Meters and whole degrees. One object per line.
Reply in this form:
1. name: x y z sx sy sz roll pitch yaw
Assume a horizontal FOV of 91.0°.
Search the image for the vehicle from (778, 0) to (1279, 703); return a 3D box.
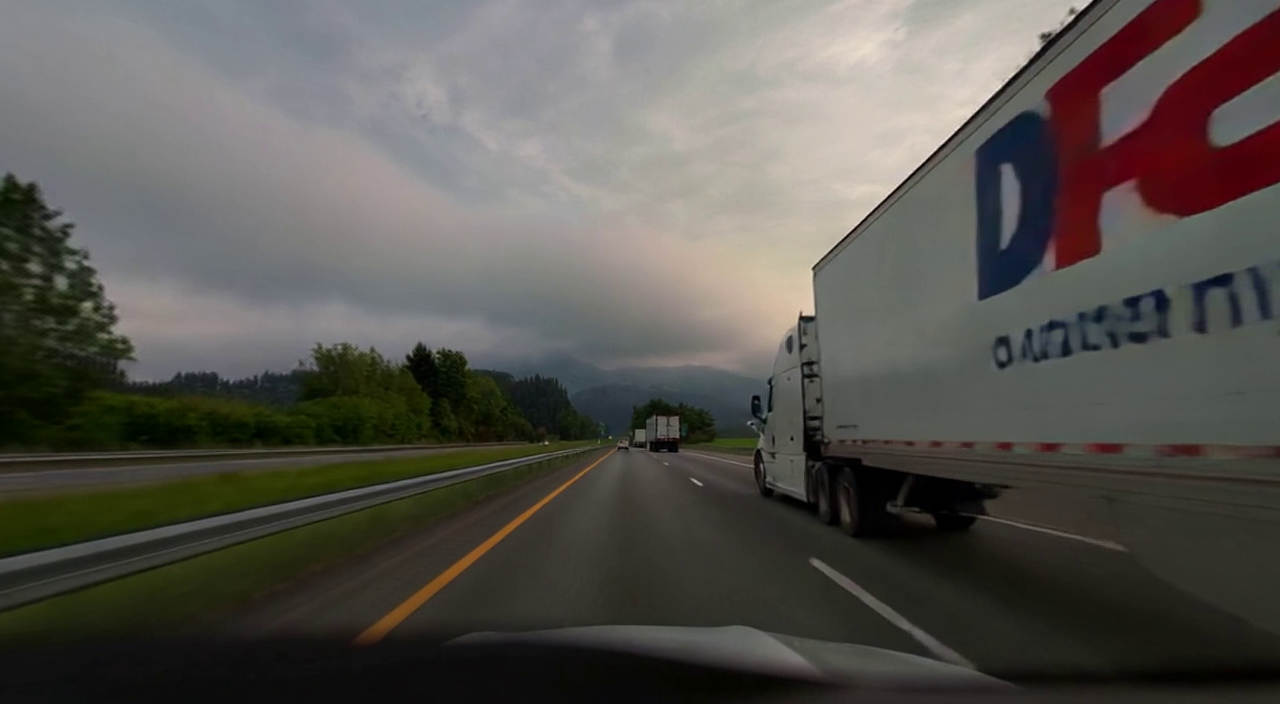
1. vehicle: 4.246 -0.057 4.926 2.871 4.072 14.183 0 -8 -1
